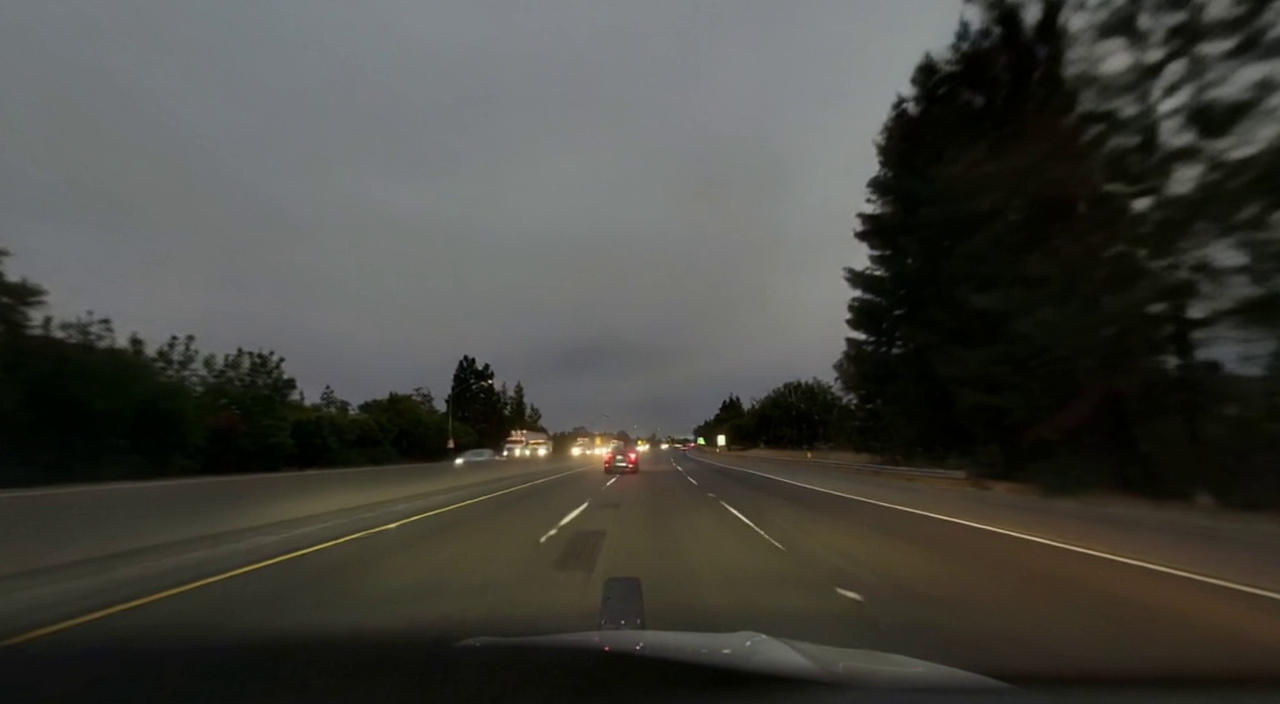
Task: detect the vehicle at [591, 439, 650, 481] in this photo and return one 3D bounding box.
[{"bbox_3d":[-0.745,4.663,27.451,2.231,1.652,4.503,0,-9,2],"label":"vehicle"}]

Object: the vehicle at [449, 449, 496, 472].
[{"bbox_3d":[-11.159,7.236,42.192,1.865,1.466,4.348,0,-9,1],"label":"vehicle"}]
